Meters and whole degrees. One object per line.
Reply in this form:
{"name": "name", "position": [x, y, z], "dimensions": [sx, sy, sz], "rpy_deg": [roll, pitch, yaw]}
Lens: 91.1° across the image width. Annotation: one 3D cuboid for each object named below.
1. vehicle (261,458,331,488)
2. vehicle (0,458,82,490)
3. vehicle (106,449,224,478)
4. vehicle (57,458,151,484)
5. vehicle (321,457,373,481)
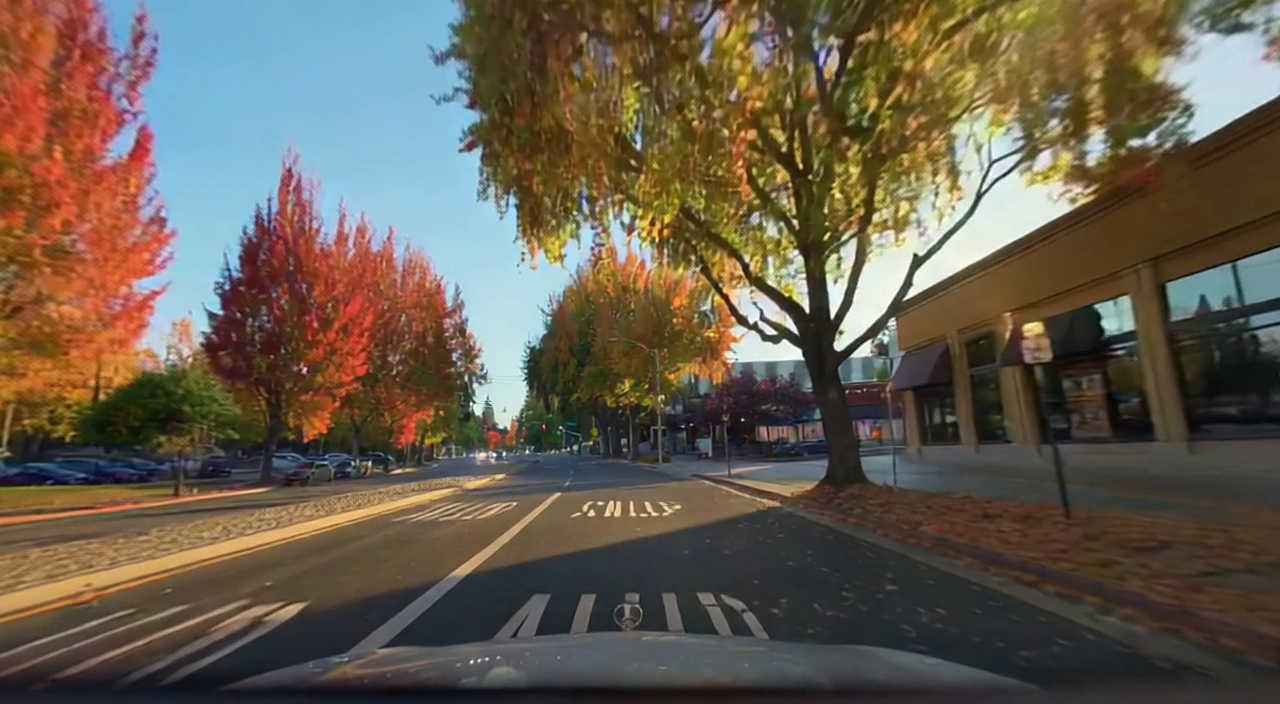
{"name": "vehicle", "position": [-20.069, 7.028, 36.815], "dimensions": [1.956, 1.550, 4.375], "rpy_deg": [1, -9, -5]}
{"name": "vehicle", "position": [-29.961, 5.972, 30.752], "dimensions": [3.510, 1.422, 1.674], "rpy_deg": [0, -8, -4]}
{"name": "vehicle", "position": [-30.979, 7.259, 41.095], "dimensions": [5.746, 1.807, 2.140], "rpy_deg": [1, -9, -7]}
{"name": "vehicle", "position": [-30.539, 6.777, 35.843], "dimensions": [3.598, 1.407, 1.740], "rpy_deg": [1, -9, -5]}
{"name": "vehicle", "position": [-21.121, 8.430, 45.407], "dimensions": [1.887, 1.490, 4.432], "rpy_deg": [1, -9, -5]}
